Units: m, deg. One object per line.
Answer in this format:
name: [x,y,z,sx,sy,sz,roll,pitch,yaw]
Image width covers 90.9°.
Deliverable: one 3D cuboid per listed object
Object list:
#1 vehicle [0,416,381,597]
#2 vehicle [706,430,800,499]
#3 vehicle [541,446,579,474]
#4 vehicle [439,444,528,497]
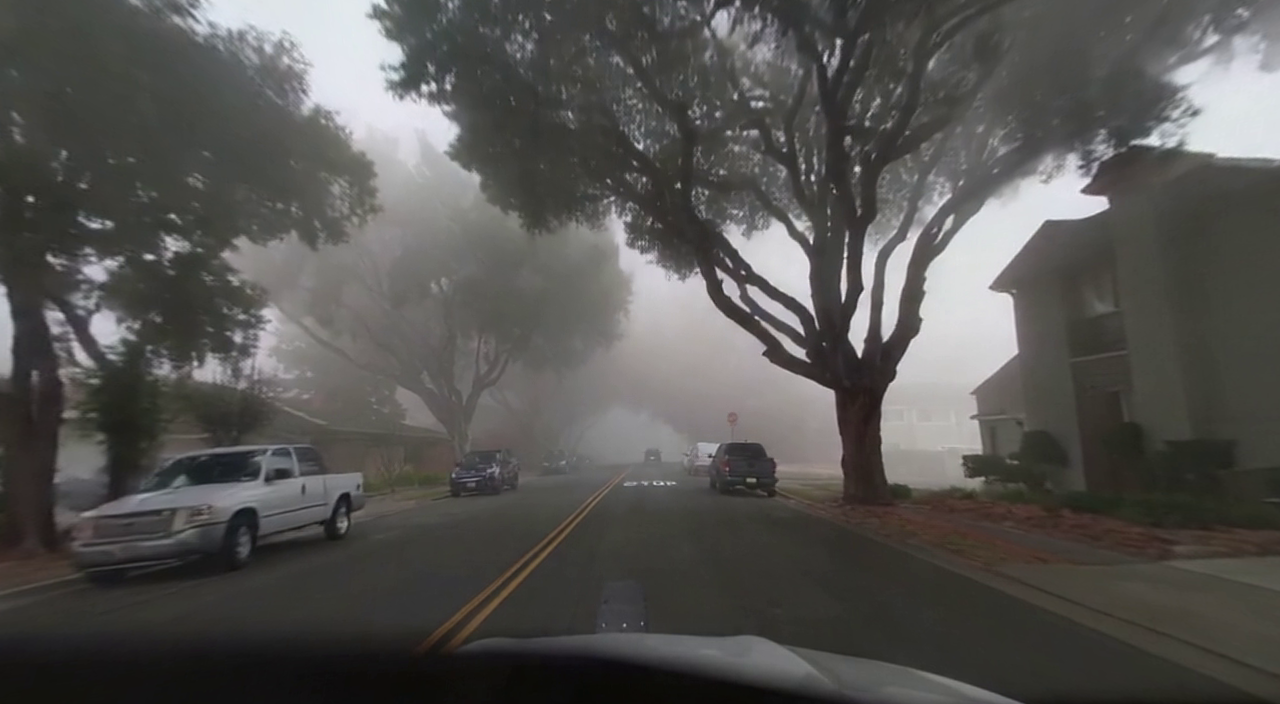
vehicle: [-5.762,1.965,8.947,2.165,1.758,4.701,-3,-9,1]
vehicle: [3.280,3.381,19.394,2.117,1.807,4.964,0,-8,2]
vehicle: [-4.934,6.713,39.514,1.955,1.659,4.324,0,-8,-2]
vehicle: [-5.469,4.173,22.739,2.007,1.709,4.502,0,-8,1]
